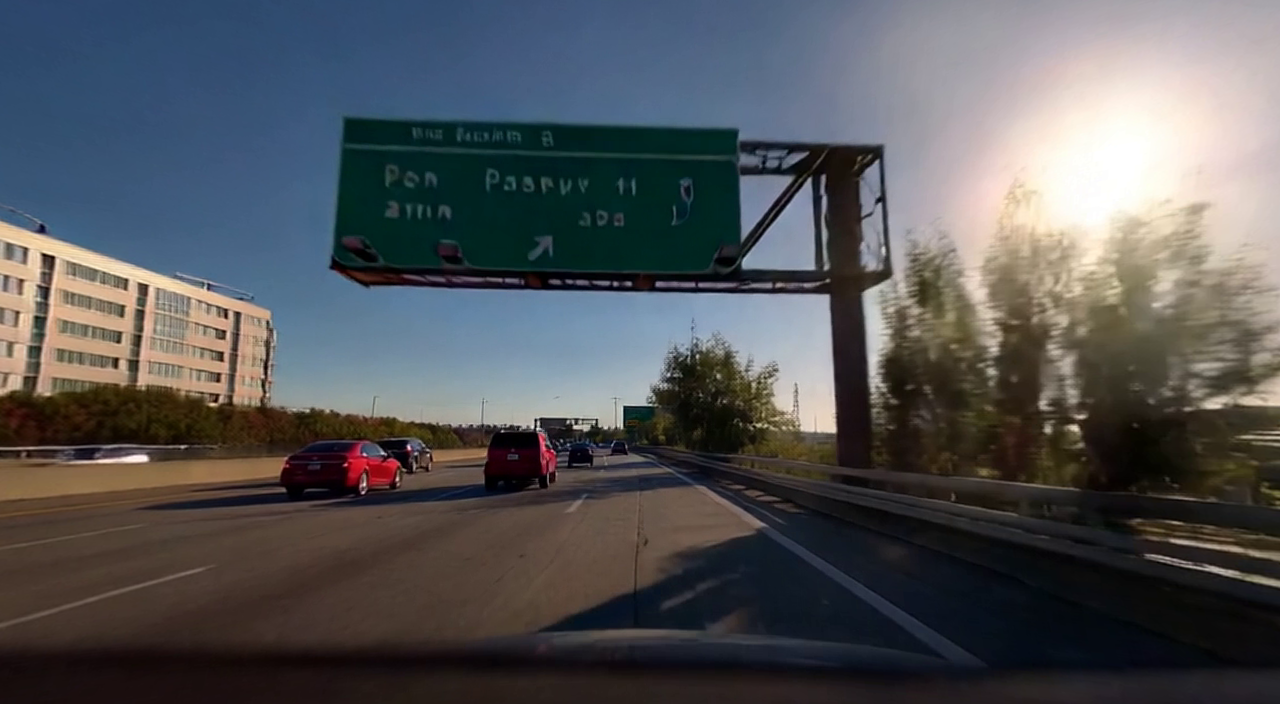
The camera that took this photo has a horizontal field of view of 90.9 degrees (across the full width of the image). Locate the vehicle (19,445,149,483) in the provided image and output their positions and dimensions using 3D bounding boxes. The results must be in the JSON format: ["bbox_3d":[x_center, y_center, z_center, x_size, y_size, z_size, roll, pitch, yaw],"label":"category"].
[{"bbox_3d":[-24.023,4.809,27.498,1.821,1.485,4.323,0,-8,-2],"label":"vehicle"}]

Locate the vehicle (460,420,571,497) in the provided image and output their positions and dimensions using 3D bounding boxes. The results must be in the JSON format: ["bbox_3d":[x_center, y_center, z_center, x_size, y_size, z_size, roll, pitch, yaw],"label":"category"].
[{"bbox_3d":[-3.553,3.169,19.172,2.301,1.985,5.247,0,-8,0],"label":"vehicle"}]

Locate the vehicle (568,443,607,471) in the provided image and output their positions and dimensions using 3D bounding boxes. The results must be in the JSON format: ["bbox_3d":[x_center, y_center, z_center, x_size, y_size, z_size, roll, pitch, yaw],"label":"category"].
[{"bbox_3d":[-3.078,6.234,37.683,1.955,1.614,3.817,0,-8,0],"label":"vehicle"}]

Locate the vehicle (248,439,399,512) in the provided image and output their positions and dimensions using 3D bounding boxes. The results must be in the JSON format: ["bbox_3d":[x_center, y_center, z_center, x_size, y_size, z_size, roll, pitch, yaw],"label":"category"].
[{"bbox_3d":[-7.283,2.833,14.928,1.796,1.509,3.393,0,-8,0],"label":"vehicle"}]
